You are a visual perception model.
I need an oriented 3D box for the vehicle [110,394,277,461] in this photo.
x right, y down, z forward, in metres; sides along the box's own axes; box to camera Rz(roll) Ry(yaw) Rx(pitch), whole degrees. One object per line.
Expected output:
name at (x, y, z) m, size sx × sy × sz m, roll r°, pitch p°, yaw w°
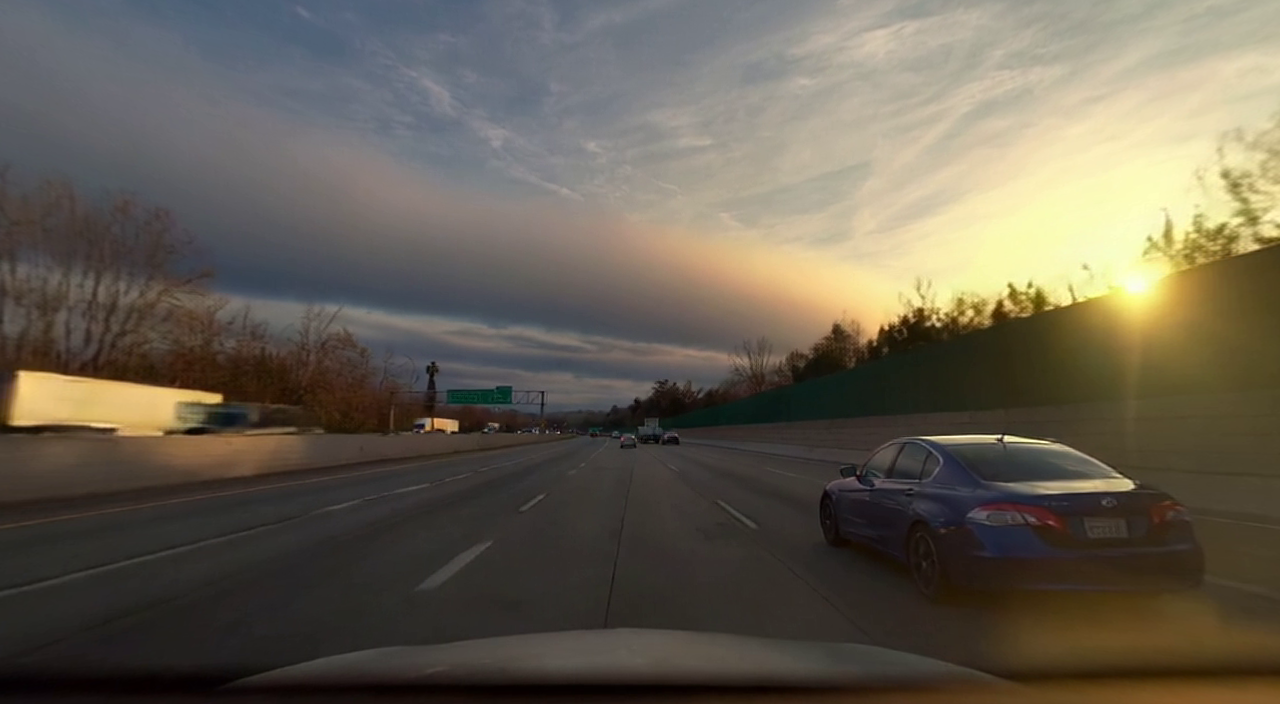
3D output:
vehicle at (-18.154, 3.176, 26.134) m, size 2.587 × 2.428 × 5.938 m, roll 0°, pitch -8°, yaw -1°

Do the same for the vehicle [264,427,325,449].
vehicle at (-26.134, 6.532, 47.728) m, size 1.877 × 1.575 × 4.943 m, roll 0°, pitch -8°, yaw -1°

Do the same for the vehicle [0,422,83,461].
vehicle at (-25.678, 3.667, 25.730) m, size 1.915 × 1.502 × 4.189 m, roll 0°, pitch -8°, yaw -1°
